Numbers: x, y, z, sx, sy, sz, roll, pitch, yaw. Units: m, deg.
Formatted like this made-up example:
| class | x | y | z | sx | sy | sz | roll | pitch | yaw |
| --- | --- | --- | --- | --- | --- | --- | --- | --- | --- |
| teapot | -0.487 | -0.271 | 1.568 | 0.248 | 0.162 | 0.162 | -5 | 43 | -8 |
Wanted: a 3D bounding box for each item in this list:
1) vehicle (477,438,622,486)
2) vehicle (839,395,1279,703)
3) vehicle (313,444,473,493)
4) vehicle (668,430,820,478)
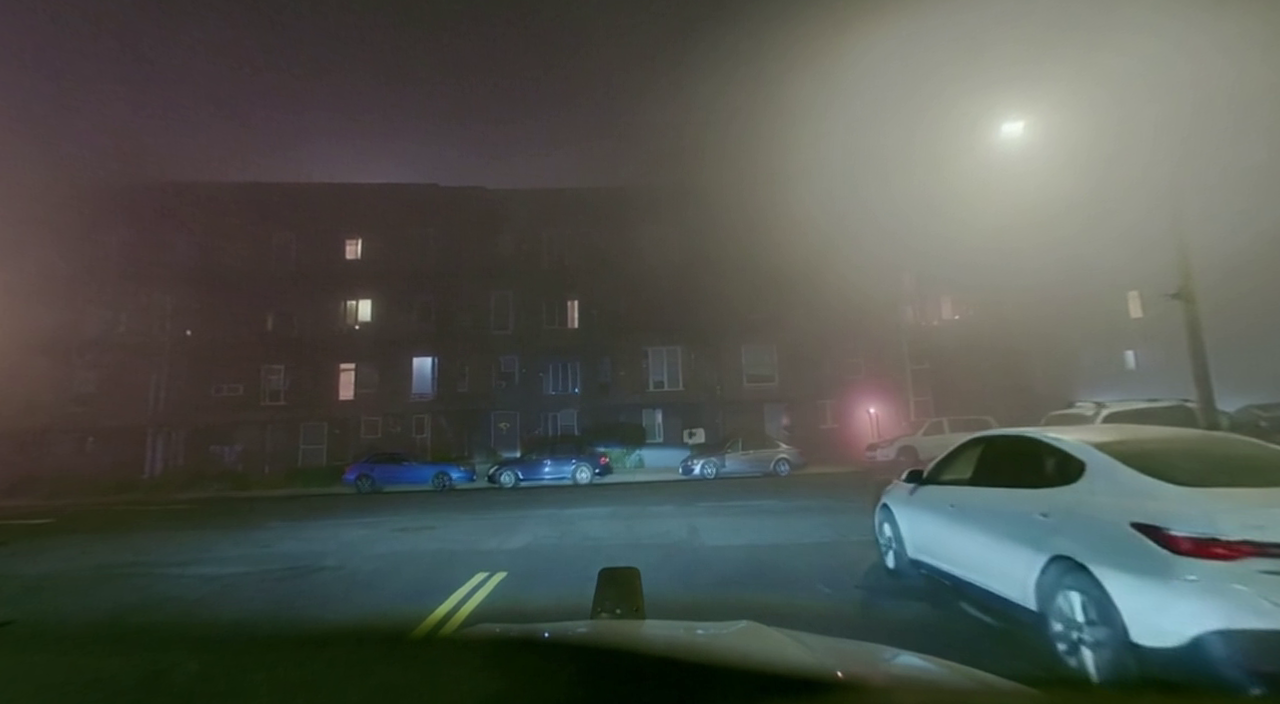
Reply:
| class | x | y | z | sx | sy | sz | roll | pitch | yaw |
| --- | --- | --- | --- | --- | --- | --- | --- | --- | --- |
| vehicle | -2.859 | 3.578 | 20.698 | 4.489 | 1.470 | 1.776 | 1 | -8 | -4 |
| vehicle | 3.212 | 1.270 | 5.053 | 1.991 | 1.489 | 4.693 | 0 | -8 | 4 |
| vehicle | -7.792 | 3.706 | 20.312 | 4.423 | 1.449 | 1.813 | 1 | -9 | -5 |
| vehicle | 3.353 | 3.377 | 20.979 | 4.681 | 1.480 | 1.817 | 1 | -8 | -4 |
